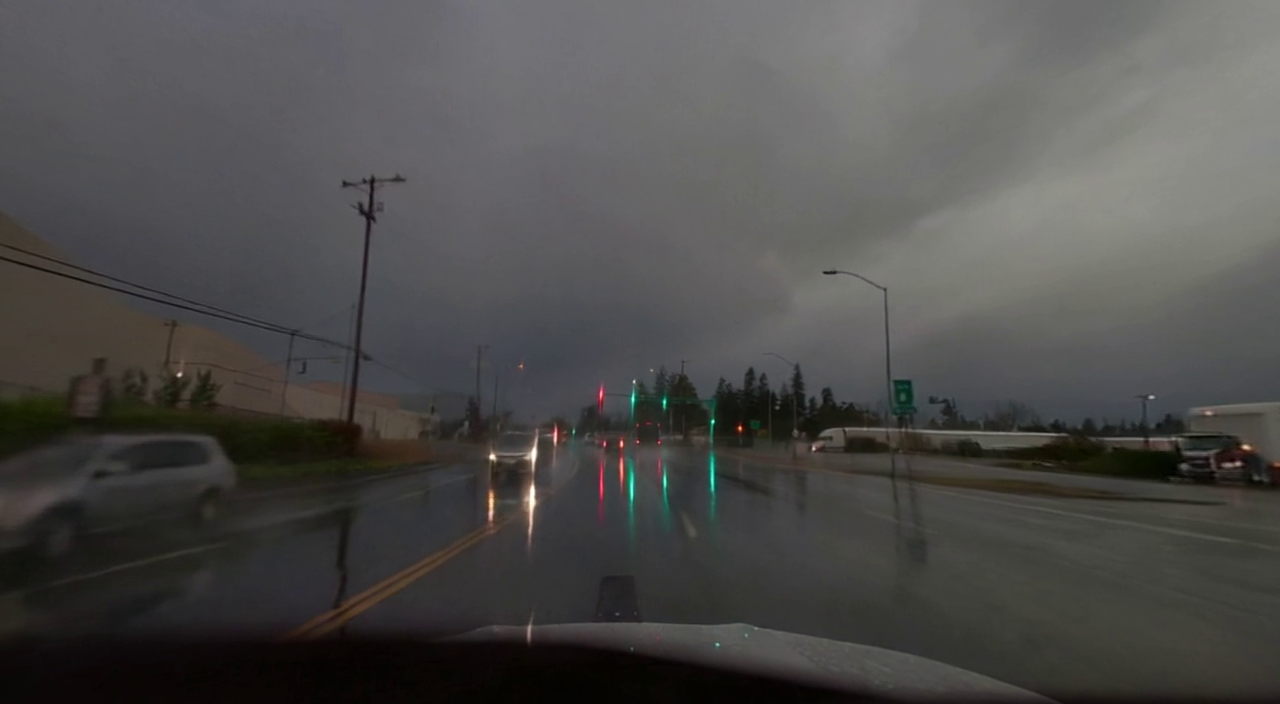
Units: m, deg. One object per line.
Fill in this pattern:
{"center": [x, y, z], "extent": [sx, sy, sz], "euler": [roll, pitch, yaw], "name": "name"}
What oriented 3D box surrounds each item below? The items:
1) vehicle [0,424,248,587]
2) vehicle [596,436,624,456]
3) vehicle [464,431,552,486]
{"center": [-6.841, 1.631, 7.374], "extent": [1.922, 1.489, 3.939], "euler": [0, -8, 0], "name": "vehicle"}
{"center": [-2.376, 7.330, 49.152], "extent": [2.060, 1.491, 3.873], "euler": [1, -8, -3], "name": "vehicle"}
{"center": [-4.012, 3.295, 19.871], "extent": [2.003, 1.562, 3.862], "euler": [0, -8, -1], "name": "vehicle"}
